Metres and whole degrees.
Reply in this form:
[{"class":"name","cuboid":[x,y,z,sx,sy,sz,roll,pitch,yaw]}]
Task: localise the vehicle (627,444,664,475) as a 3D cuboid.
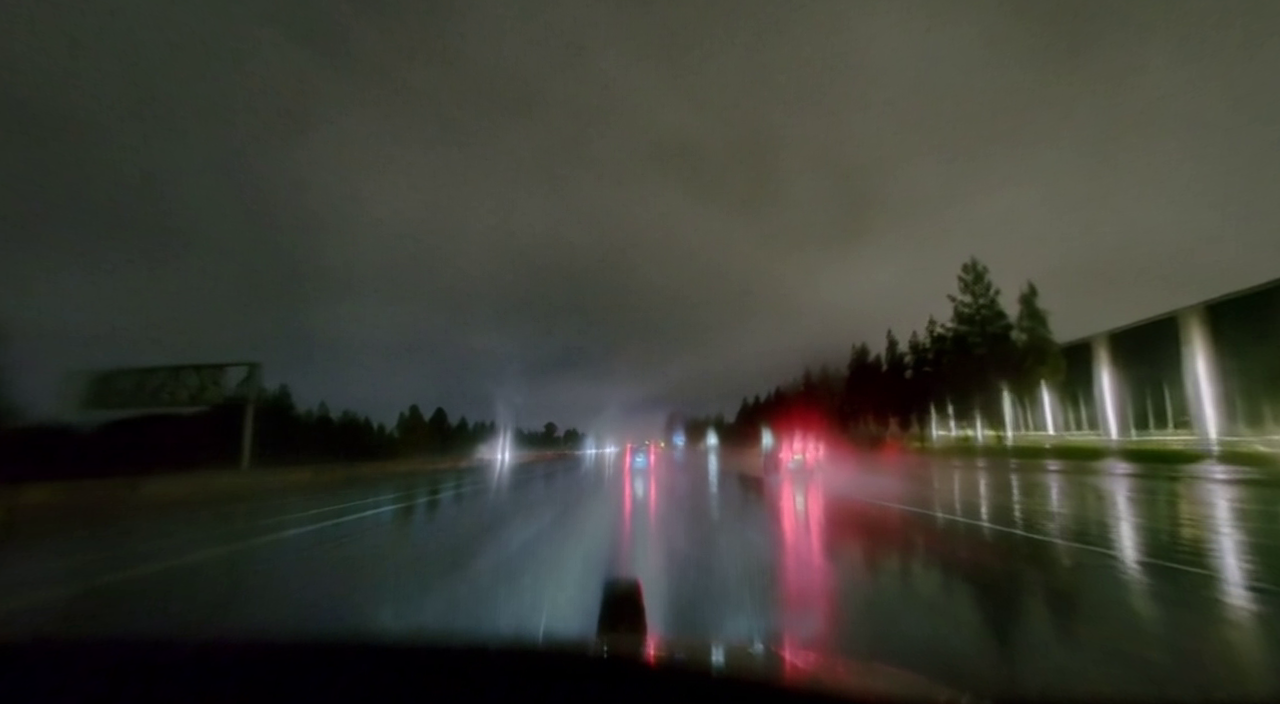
[{"class":"vehicle","cuboid":[0.301,6.171,36.206,2.015,1.639,4.086,0,-9,0]}]
